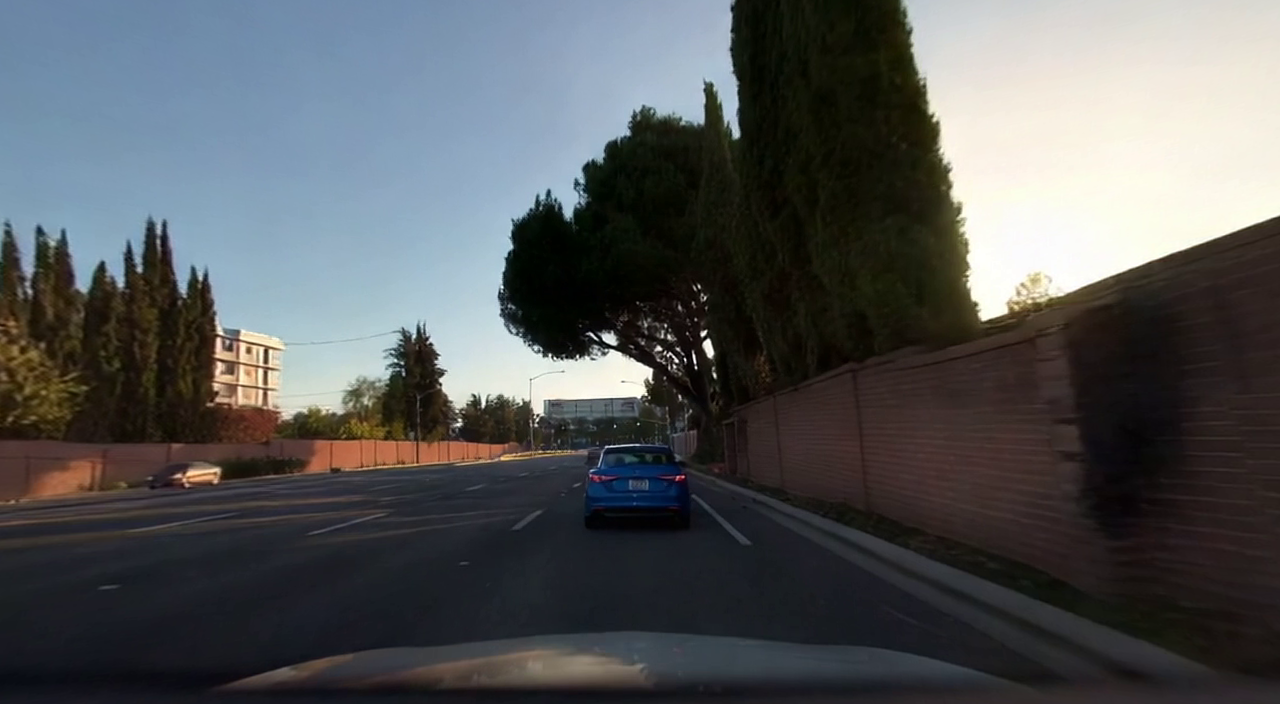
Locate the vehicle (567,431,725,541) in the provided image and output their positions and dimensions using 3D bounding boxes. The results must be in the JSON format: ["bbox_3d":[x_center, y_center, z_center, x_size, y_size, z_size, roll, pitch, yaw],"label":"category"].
[{"bbox_3d":[0.077,2.192,11.008,2.205,1.509,4.272,0,-8,0],"label":"vehicle"}]

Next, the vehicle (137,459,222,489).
[{"bbox_3d":[-28.512,7.541,39.292,1.937,1.643,4.453,0,-8,0],"label":"vehicle"}]
